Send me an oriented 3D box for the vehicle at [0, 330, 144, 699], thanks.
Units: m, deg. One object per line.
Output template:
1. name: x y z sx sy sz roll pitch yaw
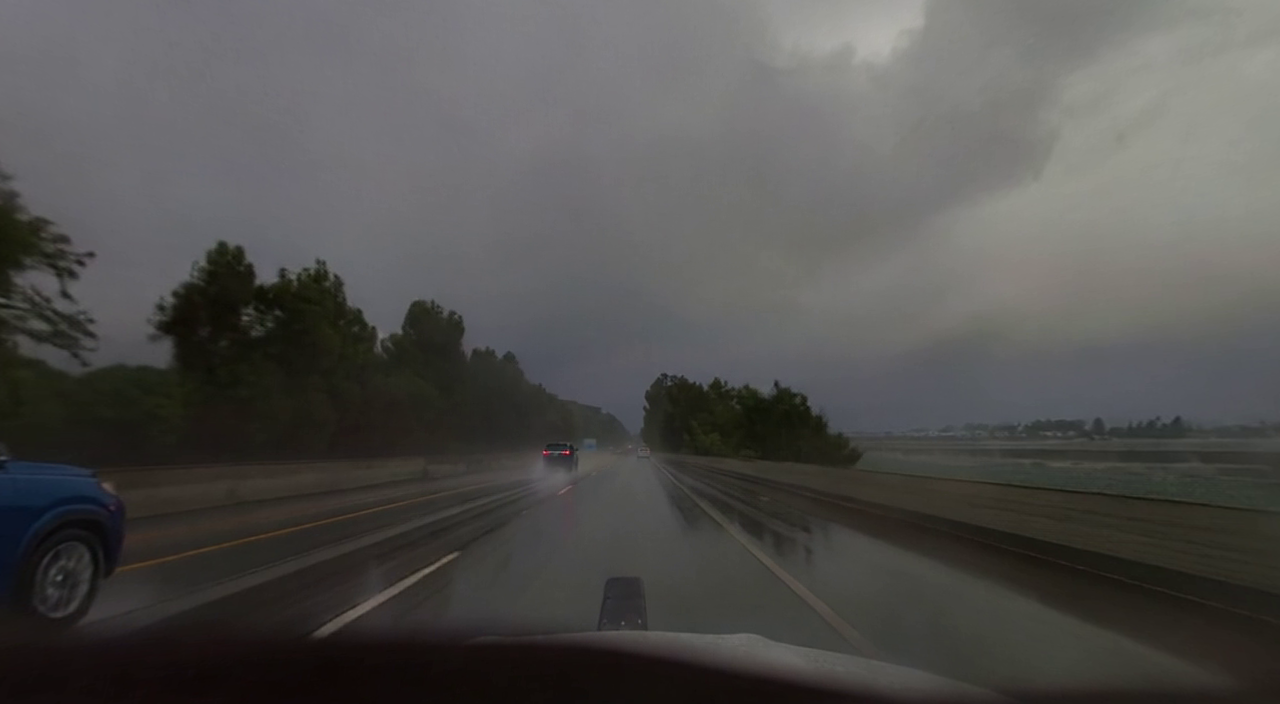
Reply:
1. vehicle: -4.462 0.637 1.867 2.102 1.941 4.703 0 -9 0

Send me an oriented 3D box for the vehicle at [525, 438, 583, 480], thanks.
1. vehicle: -3.980 5.058 29.902 2.056 1.811 4.202 0 -9 1
